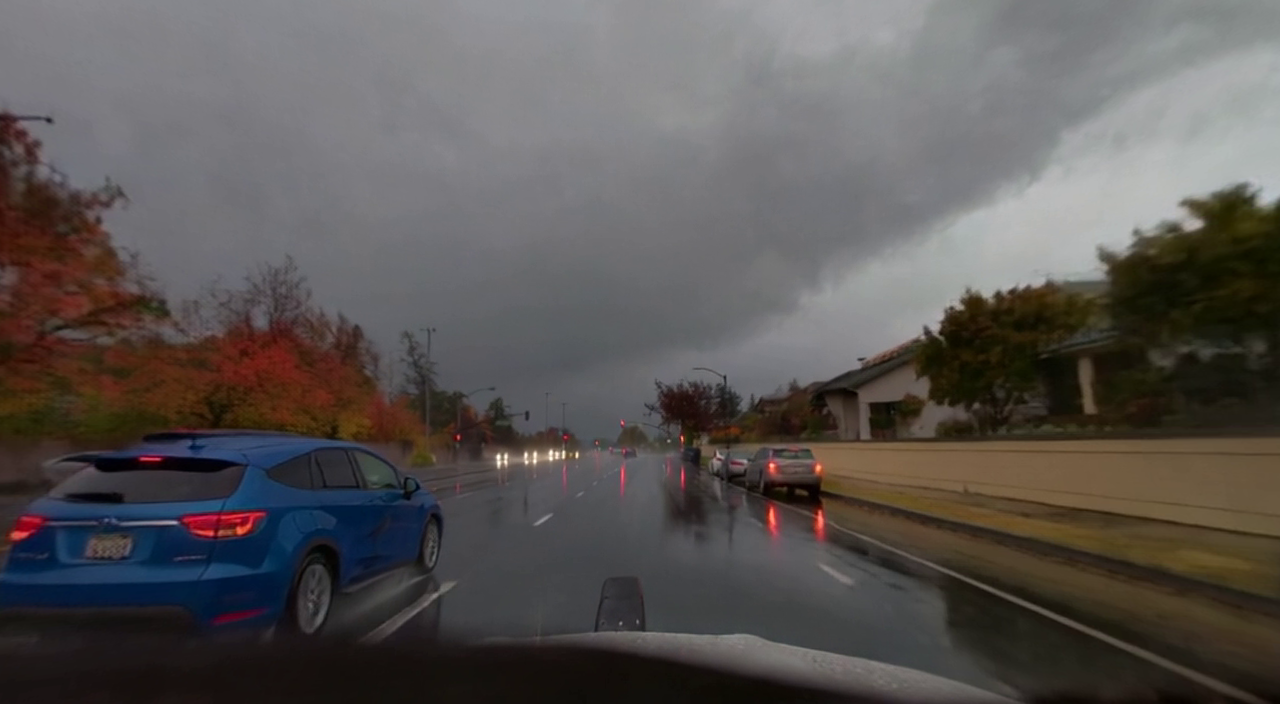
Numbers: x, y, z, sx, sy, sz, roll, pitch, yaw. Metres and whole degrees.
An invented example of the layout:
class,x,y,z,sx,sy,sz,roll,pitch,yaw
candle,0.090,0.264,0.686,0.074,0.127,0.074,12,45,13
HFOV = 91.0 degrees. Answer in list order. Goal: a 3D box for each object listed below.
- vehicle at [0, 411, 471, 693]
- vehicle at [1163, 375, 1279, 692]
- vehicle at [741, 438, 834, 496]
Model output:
class,x,y,z,sx,sy,sz,roll,pitch,yaw
vehicle,-3.168,1.414,5.669,1.982,1.478,4.465,0,-9,1
vehicle,4.698,0.710,1.463,2.164,1.793,5.671,0,-9,1
vehicle,4.794,3.815,21.179,2.014,1.700,4.369,1,-9,-1
